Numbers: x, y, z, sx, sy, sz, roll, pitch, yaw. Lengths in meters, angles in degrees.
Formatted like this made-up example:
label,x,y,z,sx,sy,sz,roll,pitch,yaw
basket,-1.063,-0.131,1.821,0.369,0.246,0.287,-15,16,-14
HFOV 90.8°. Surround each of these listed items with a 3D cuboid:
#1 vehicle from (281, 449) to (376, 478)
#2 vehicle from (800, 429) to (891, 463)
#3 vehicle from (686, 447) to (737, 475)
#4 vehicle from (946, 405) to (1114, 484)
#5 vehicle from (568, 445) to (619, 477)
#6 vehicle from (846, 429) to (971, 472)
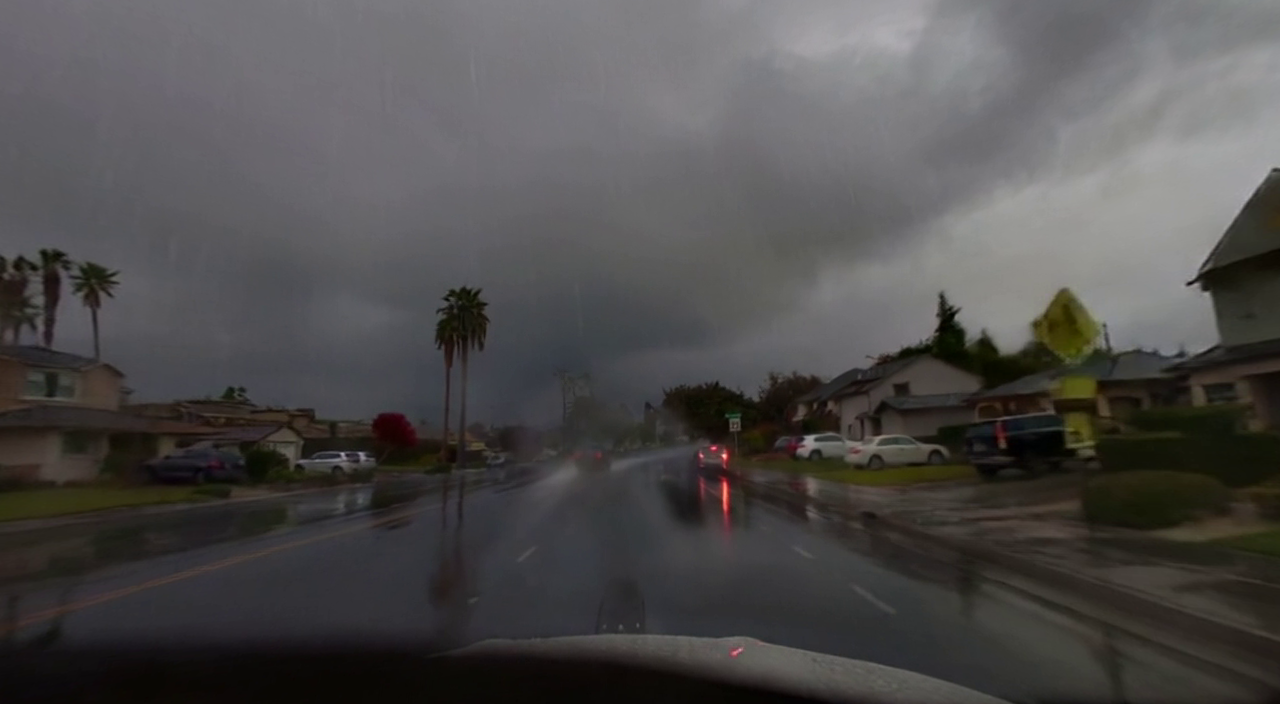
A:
label,x,y,z,sx,sy,sz,roll,pitch,yaw
vehicle,-19.757,7.046,40.171,4.992,1.779,1.928,0,-9,3
vehicle,12.180,5.621,37.689,4.710,1.731,1.972,-4,-10,7
vehicle,3.891,6.023,35.233,2.025,1.456,4.865,1,-9,-3
vehicle,11.236,2.627,18.145,4.531,1.864,2.037,1,-10,-32
vehicle,-2.241,5.389,31.597,2.035,1.474,4.284,0,-9,3
vehicle,11.524,4.254,27.330,4.454,1.499,1.821,-3,-9,-2
